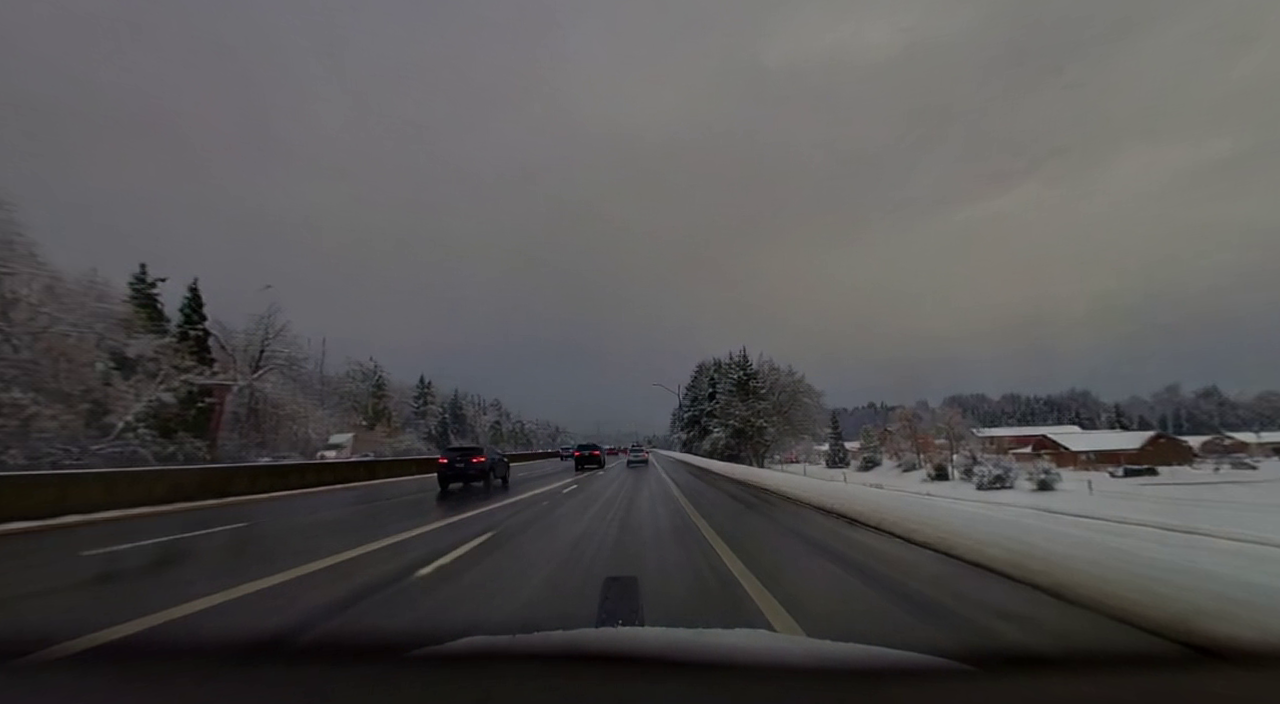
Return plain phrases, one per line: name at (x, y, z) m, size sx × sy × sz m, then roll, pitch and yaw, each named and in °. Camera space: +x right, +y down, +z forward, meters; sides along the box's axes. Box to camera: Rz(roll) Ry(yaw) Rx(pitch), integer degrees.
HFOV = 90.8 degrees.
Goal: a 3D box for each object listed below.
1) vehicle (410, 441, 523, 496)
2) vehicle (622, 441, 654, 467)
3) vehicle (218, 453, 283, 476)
vehicle at (-5.389, 3.682, 20.436) m, size 2.102 × 1.562 × 4.884 m, roll -1°, pitch -9°, yaw 2°
vehicle at (-0.148, 7.360, 45.786) m, size 2.179 × 1.742 × 4.396 m, roll 0°, pitch -9°, yaw 0°
vehicle at (-29.745, 8.579, 48.372) m, size 1.809 × 1.559 × 4.718 m, roll -1°, pitch -9°, yaw 2°
